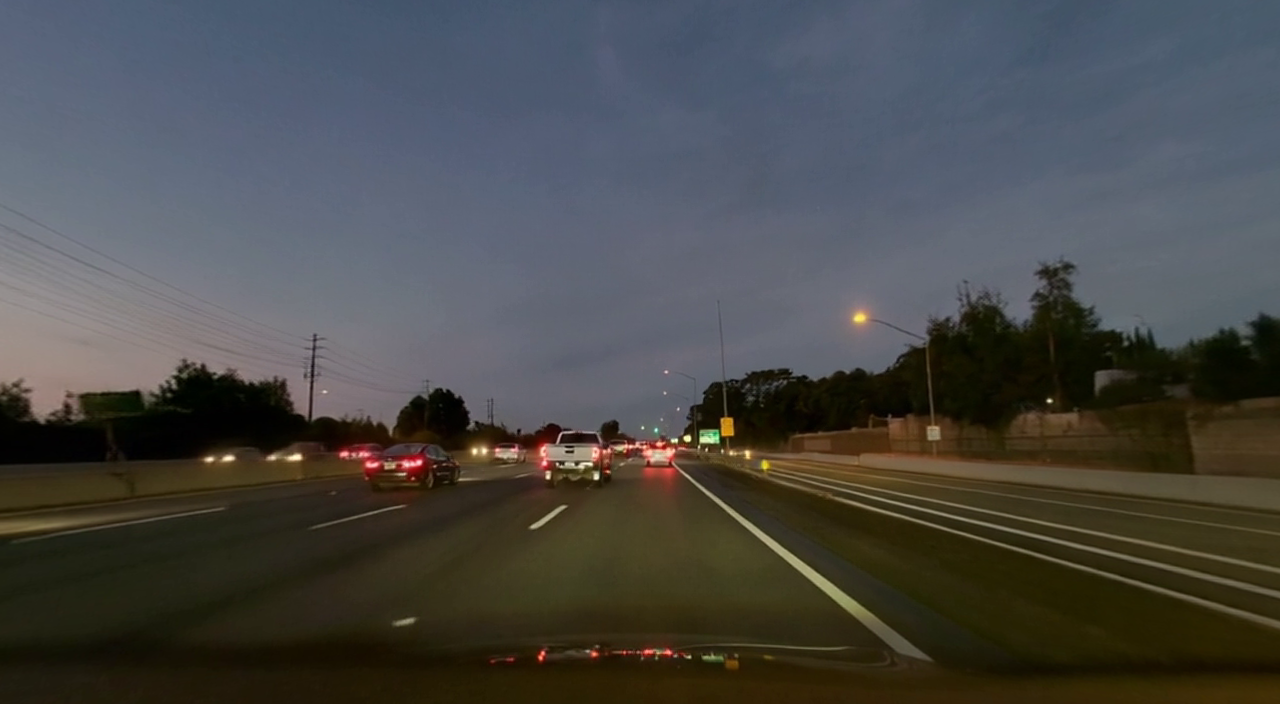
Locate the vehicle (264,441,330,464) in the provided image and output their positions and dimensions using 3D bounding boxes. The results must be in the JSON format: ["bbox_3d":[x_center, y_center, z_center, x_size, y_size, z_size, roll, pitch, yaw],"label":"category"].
[{"bbox_3d":[-23.543,6.911,43.287,1.915,1.516,4.530,0,-8,2],"label":"vehicle"}]

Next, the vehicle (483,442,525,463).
[{"bbox_3d":[-9.815,7.282,45.576,1.915,1.472,4.502,0,-8,2],"label":"vehicle"}]

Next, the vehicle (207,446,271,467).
[{"bbox_3d":[-31.279,8.149,49.122,1.880,1.483,4.547,0,-8,1],"label":"vehicle"}]

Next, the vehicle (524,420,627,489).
[{"bbox_3d":[-2.046,3.611,22.547,2.815,2.092,6.526,0,-8,2],"label":"vehicle"}]

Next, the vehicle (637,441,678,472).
[{"bbox_3d":[0.859,5.378,32.610,2.013,1.444,4.447,0,-8,0],"label":"vehicle"}]

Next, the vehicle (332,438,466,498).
[{"bbox_3d":[-6.730,3.263,18.147,1.964,1.481,4.425,0,-8,3],"label":"vehicle"}]
